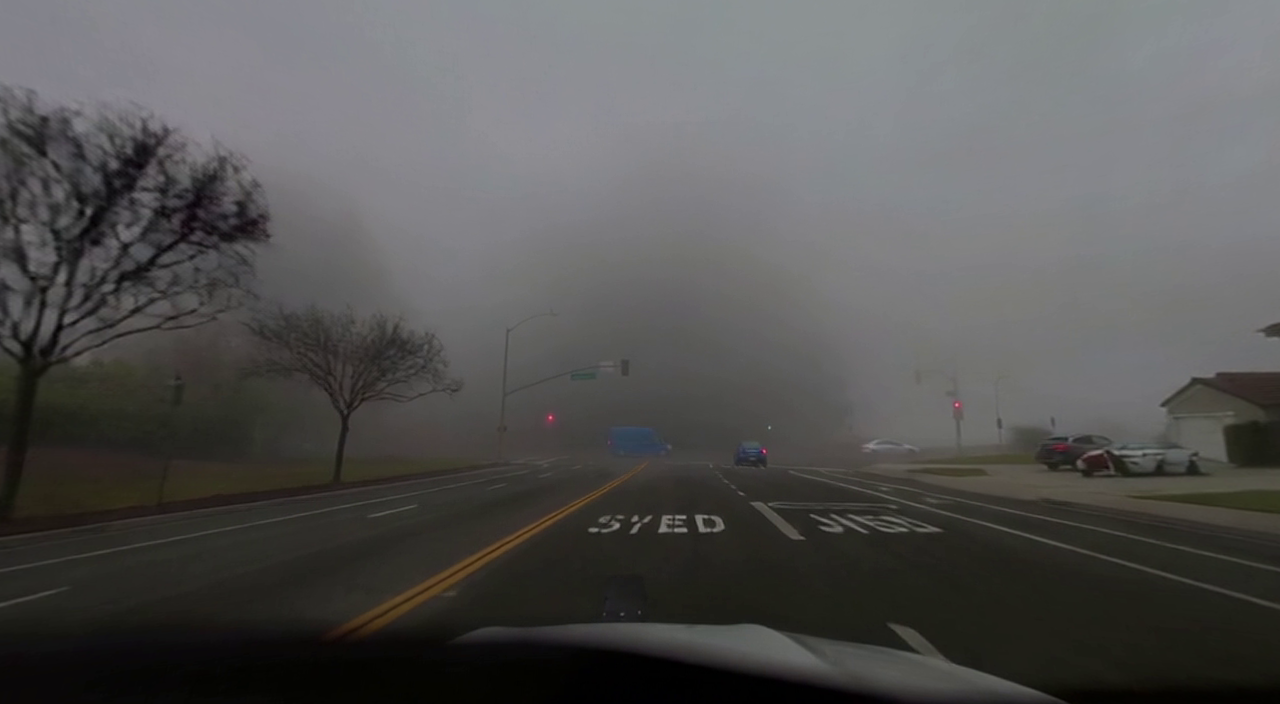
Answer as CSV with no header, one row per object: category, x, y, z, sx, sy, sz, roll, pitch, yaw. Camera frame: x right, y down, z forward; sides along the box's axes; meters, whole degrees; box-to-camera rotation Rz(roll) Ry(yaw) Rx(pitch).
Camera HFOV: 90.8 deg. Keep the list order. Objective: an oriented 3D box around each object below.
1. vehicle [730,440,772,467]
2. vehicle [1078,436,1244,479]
vehicle,6.474,5.958,37.214,1.947,1.485,4.336,-1,-8,4
vehicle,18.356,3.728,22.451,4.104,1.449,1.896,-1,-8,3
